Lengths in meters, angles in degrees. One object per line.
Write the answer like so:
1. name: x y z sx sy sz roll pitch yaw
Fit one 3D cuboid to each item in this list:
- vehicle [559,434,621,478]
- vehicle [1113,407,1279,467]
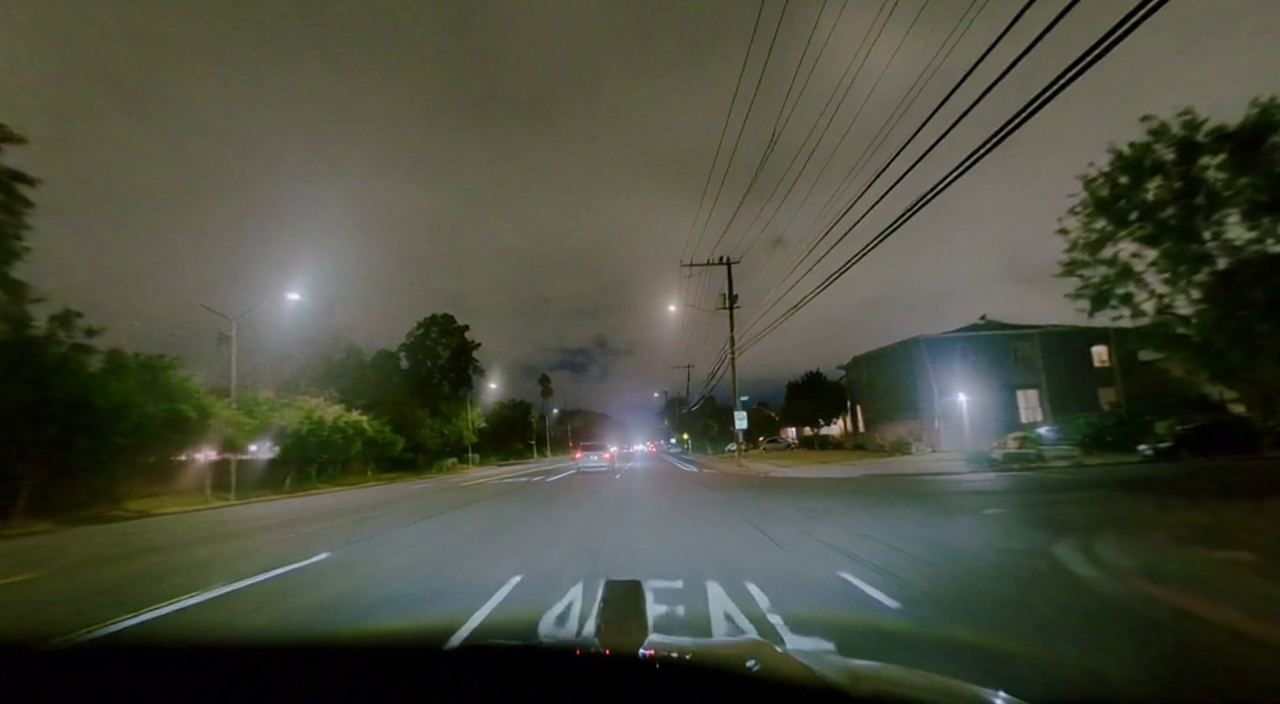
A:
1. vehicle: -2.198 4.789 29.251 2.327 1.861 4.941 0 -9 2
2. vehicle: 20.377 3.086 22.704 4.502 1.833 2.462 -3 -11 1
